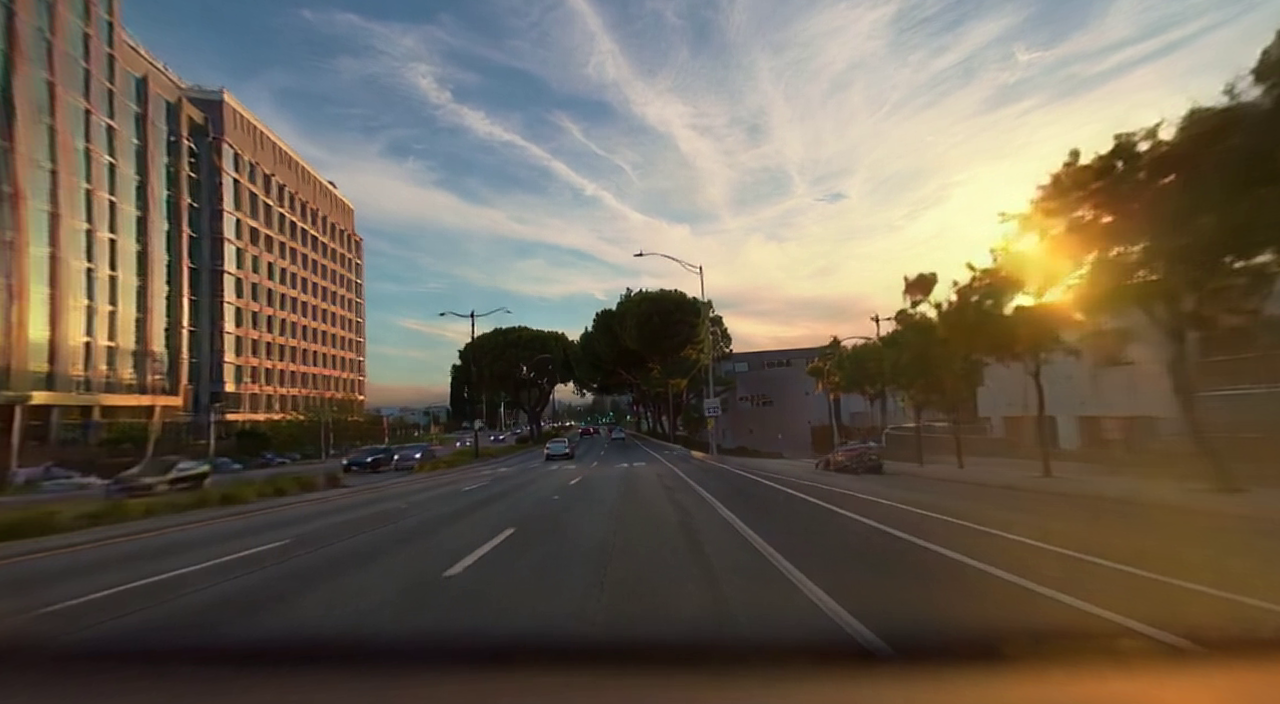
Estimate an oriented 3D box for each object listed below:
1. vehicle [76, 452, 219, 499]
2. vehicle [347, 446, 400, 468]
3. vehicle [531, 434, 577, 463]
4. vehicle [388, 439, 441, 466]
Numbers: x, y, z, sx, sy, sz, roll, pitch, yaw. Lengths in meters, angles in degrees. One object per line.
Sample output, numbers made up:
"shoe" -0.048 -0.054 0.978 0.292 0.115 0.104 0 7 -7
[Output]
"vehicle" -20.158 5.044 26.182 2.077 1.655 4.570 -1 -8 3
"vehicle" -19.397 7.660 46.184 1.976 1.415 4.341 -1 -8 1
"vehicle" -4.752 5.376 35.343 2.025 1.474 4.292 -1 -8 -1
"vehicle" -15.796 7.063 44.536 1.990 1.739 4.544 -1 -8 2
